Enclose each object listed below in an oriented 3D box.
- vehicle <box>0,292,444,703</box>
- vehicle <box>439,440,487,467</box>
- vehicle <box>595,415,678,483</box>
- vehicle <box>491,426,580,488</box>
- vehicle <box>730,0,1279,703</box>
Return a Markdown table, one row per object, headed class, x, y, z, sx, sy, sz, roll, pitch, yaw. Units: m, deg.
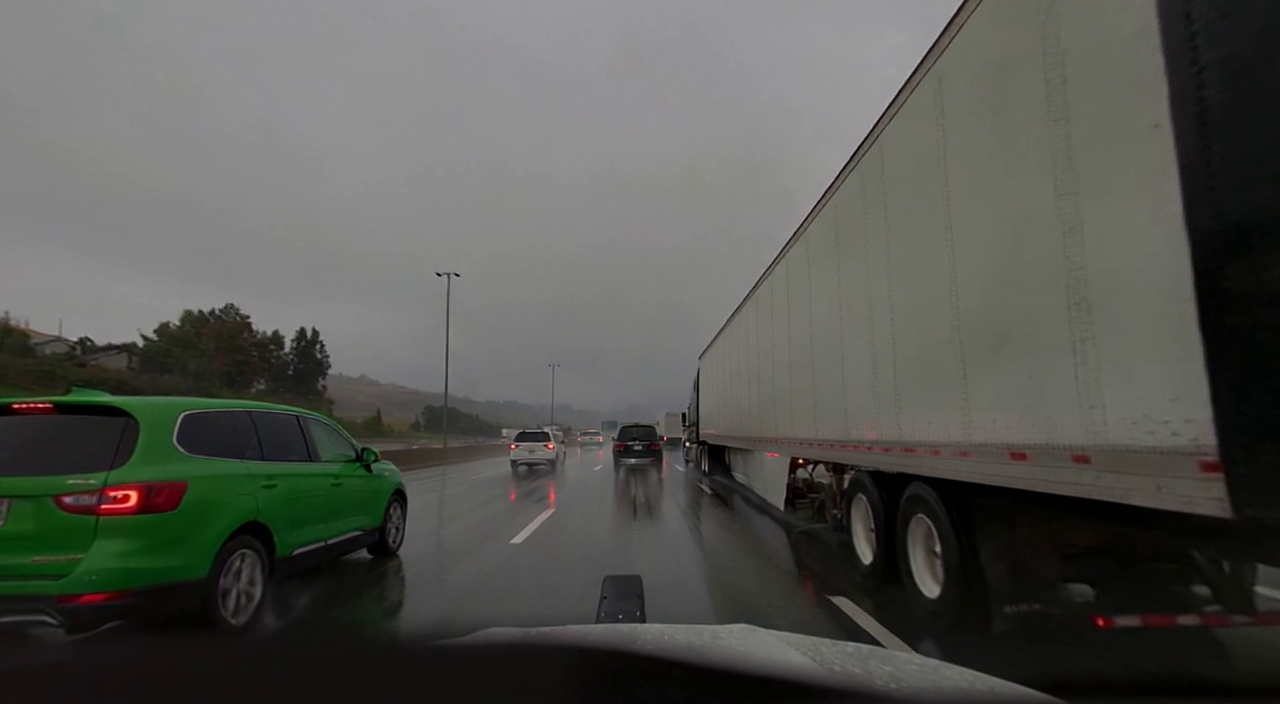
| class | x | y | z | sx | sy | sz | roll | pitch | yaw |
| --- | --- | --- | --- | --- | --- | --- | --- | --- | --- |
| vehicle | -3.274 | 1.042 | 4.414 | 2.193 | 1.803 | 4.958 | 0 | -8 | 0 |
| vehicle | -11.345 | 6.527 | 40.619 | 1.888 | 1.600 | 4.345 | 0 | -9 | -1 |
| vehicle | -0.123 | 3.600 | 23.589 | 2.704 | 2.216 | 5.804 | 0 | -8 | 0 |
| vehicle | -3.310 | 3.463 | 21.013 | 2.120 | 1.812 | 4.659 | 0 | -8 | 1 |
| vehicle | 3.607 | 0.192 | 6.739 | 2.852 | 4.121 | 16.210 | 0 | -8 | 0 |
